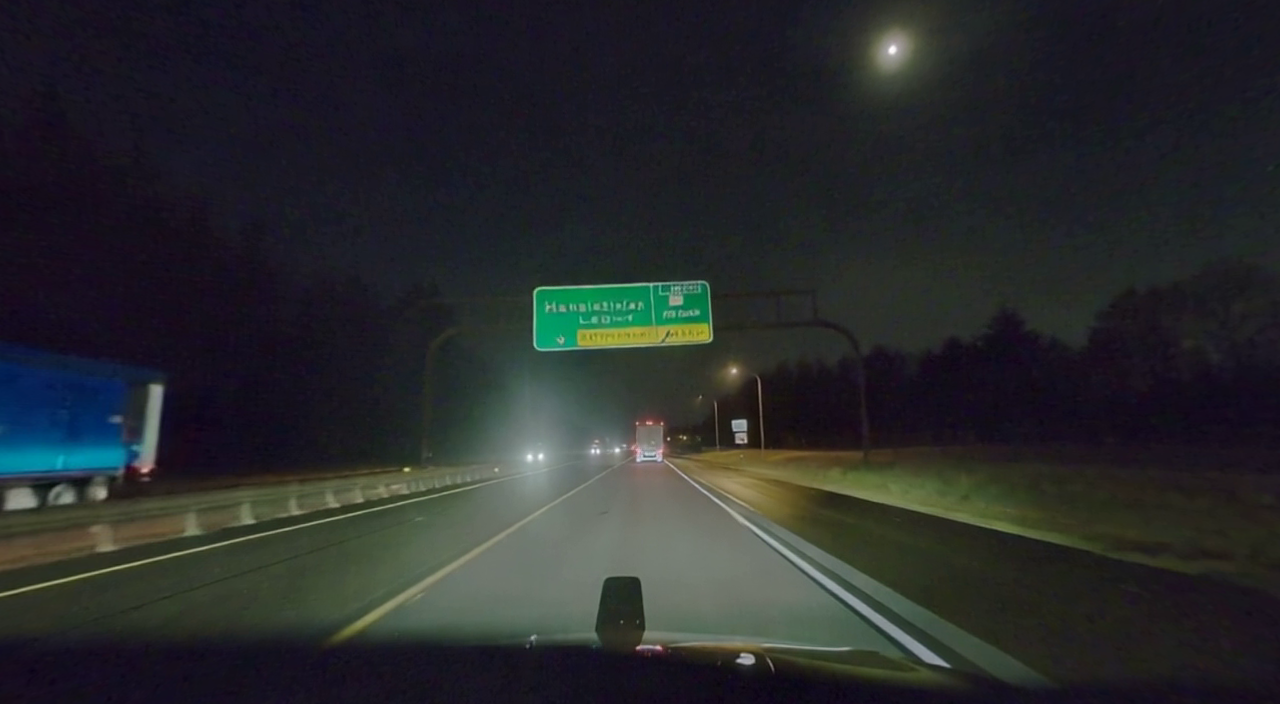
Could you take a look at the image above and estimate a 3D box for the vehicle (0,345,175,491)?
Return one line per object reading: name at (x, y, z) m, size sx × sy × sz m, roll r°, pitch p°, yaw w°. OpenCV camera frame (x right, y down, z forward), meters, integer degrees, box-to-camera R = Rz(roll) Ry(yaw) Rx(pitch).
vehicle at (-18.018, 1.852, 17.319) m, size 3.010 × 3.718 × 9.772 m, roll 0°, pitch -8°, yaw 0°
